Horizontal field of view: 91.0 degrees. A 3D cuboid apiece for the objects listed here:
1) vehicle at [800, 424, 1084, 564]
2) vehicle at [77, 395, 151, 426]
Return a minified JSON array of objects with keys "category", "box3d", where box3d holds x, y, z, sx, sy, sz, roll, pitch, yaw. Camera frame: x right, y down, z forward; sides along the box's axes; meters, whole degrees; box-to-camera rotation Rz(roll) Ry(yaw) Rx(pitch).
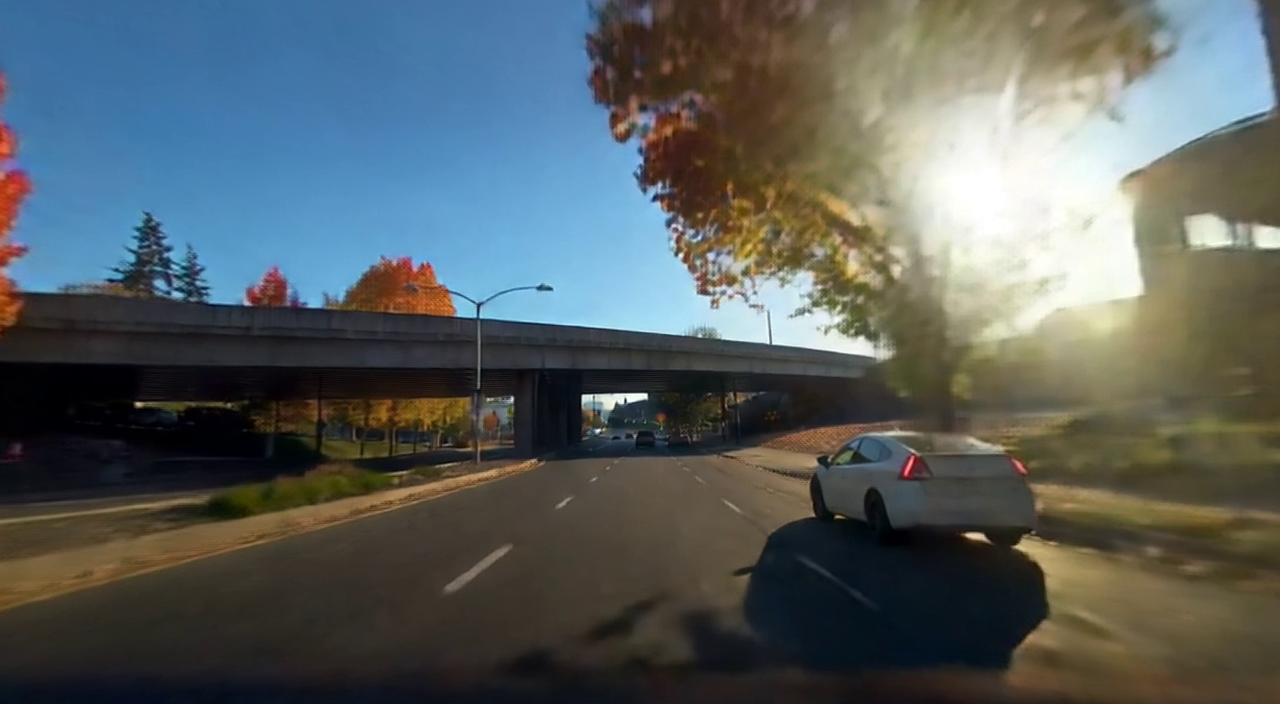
[{"category":"vehicle","box3d":[3.939,1.927,9.303,2.063,1.542,4.420,-1,-9,1]},{"category":"vehicle","box3d":[-39.063,4.448,46.947,2.058,1.936,5.826,2,-9,-18]}]
